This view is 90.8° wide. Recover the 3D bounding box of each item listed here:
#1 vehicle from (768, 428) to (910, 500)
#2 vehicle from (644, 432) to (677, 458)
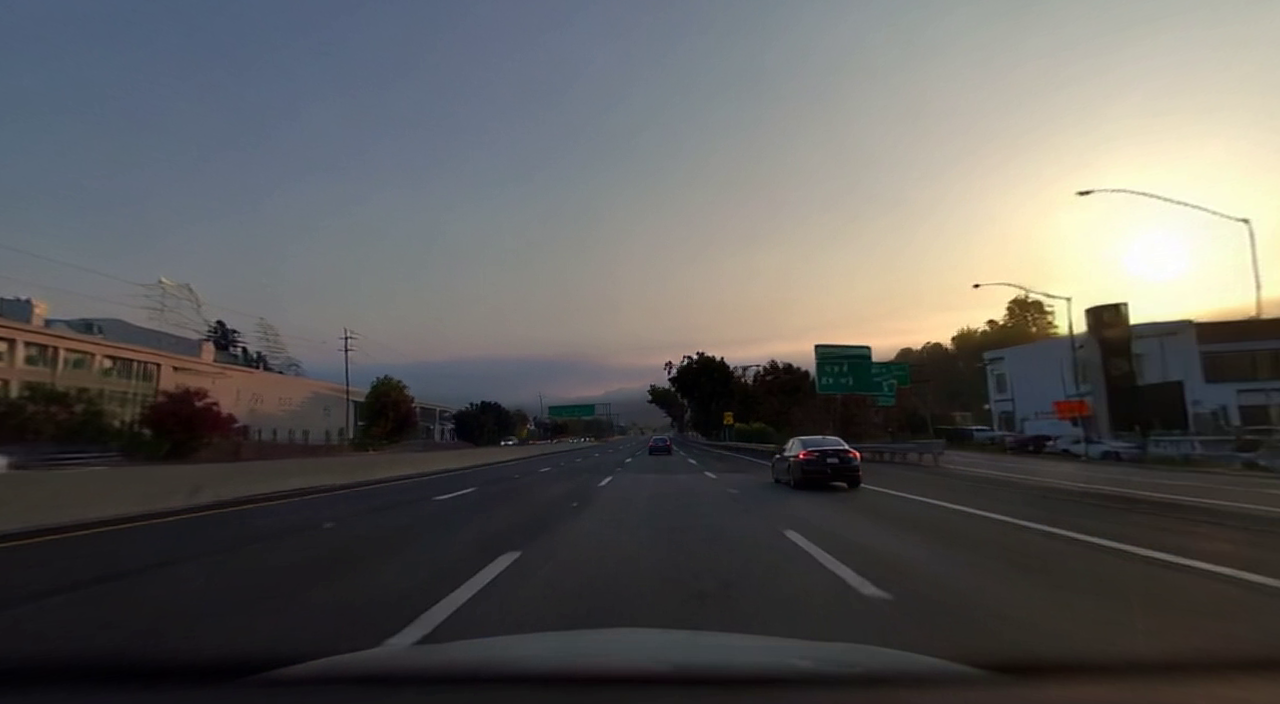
[{"bbox_3d":[4.709,2.731,15.787,2.029,1.528,4.644,0,-9,0],"label":"vehicle"},{"bbox_3d":[1.368,6.480,43.940,2.127,1.692,4.382,0,-9,0],"label":"vehicle"}]
